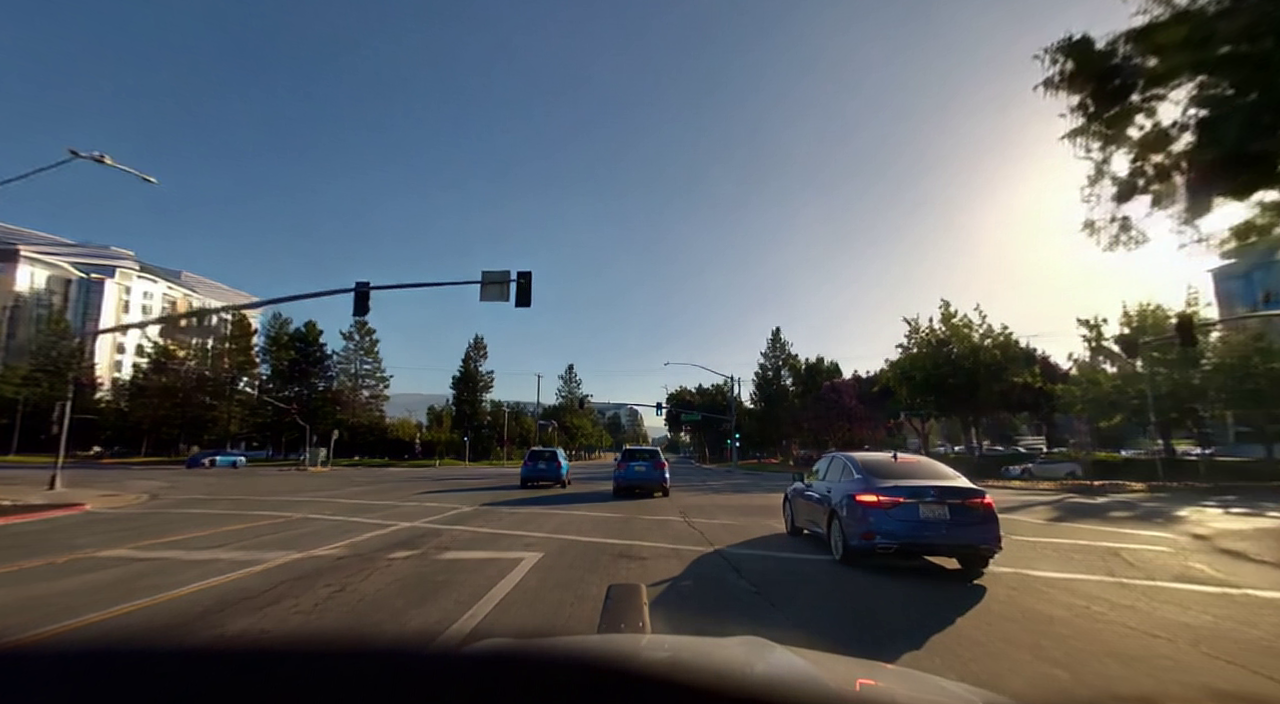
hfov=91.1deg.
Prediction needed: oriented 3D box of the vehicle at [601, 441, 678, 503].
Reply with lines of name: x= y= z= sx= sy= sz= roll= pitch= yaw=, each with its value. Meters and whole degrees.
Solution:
vehicle: x=0.006 y=3.602 z=19.259 sx=2.108 sy=1.654 sz=4.235 roll=0 pitch=-9 yaw=0

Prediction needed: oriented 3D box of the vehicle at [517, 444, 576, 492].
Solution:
vehicle: x=-3.452 y=4.326 z=23.854 sx=1.987 sy=1.633 sz=4.005 roll=1 pitch=-9 yaw=-6

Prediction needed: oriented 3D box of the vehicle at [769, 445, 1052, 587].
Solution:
vehicle: x=3.333 y=2.084 z=8.955 sx=2.056 sy=1.468 sz=4.520 roll=0 pitch=-9 yaw=0

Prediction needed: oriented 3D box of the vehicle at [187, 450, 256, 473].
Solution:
vehicle: x=-31.335 y=8.150 z=46.974 sx=4.422 sy=1.605 sz=1.955 roll=-3 pitch=-9 yaw=20
